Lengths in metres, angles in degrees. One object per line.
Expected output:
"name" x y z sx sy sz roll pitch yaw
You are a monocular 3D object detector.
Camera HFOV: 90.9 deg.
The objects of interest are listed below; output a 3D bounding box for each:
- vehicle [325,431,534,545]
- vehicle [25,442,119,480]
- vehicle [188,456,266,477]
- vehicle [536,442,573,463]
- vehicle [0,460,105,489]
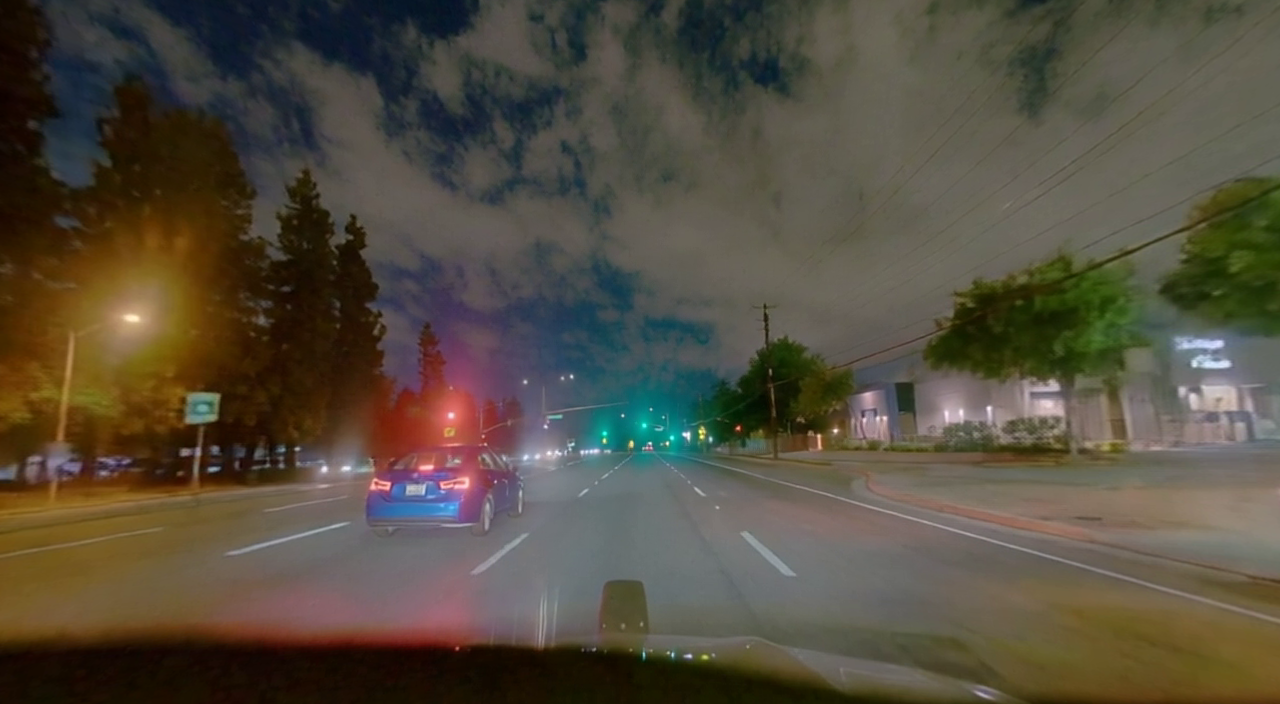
"vehicle" -3.163 2.130 10.590 1.924 1.480 4.421 0 -8 1
"vehicle" -43.932 8.388 48.962 2.334 2.713 5.251 0 -7 0
"vehicle" -30.693 8.514 46.931 4.424 1.535 1.948 0 -9 0
"vehicle" -6.356 7.535 47.335 2.027 1.501 4.707 0 -8 1
"vehicle" -31.078 6.371 32.840 4.737 1.375 1.926 0 -8 4
